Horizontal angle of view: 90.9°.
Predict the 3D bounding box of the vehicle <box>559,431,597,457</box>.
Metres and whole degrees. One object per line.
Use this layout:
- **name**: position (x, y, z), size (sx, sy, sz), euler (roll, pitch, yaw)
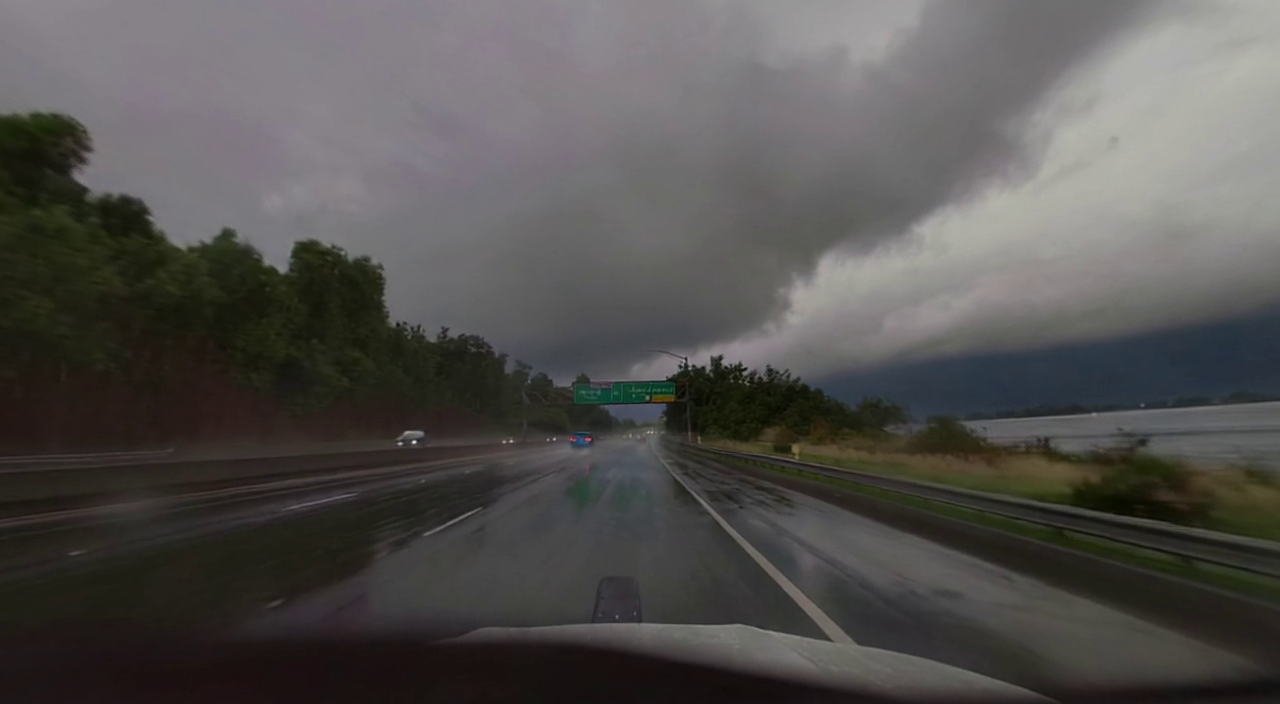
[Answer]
- **vehicle**: position (-4.028, 6.070, 41.743), size (2.052, 1.626, 4.514), euler (0, -8, 1)
